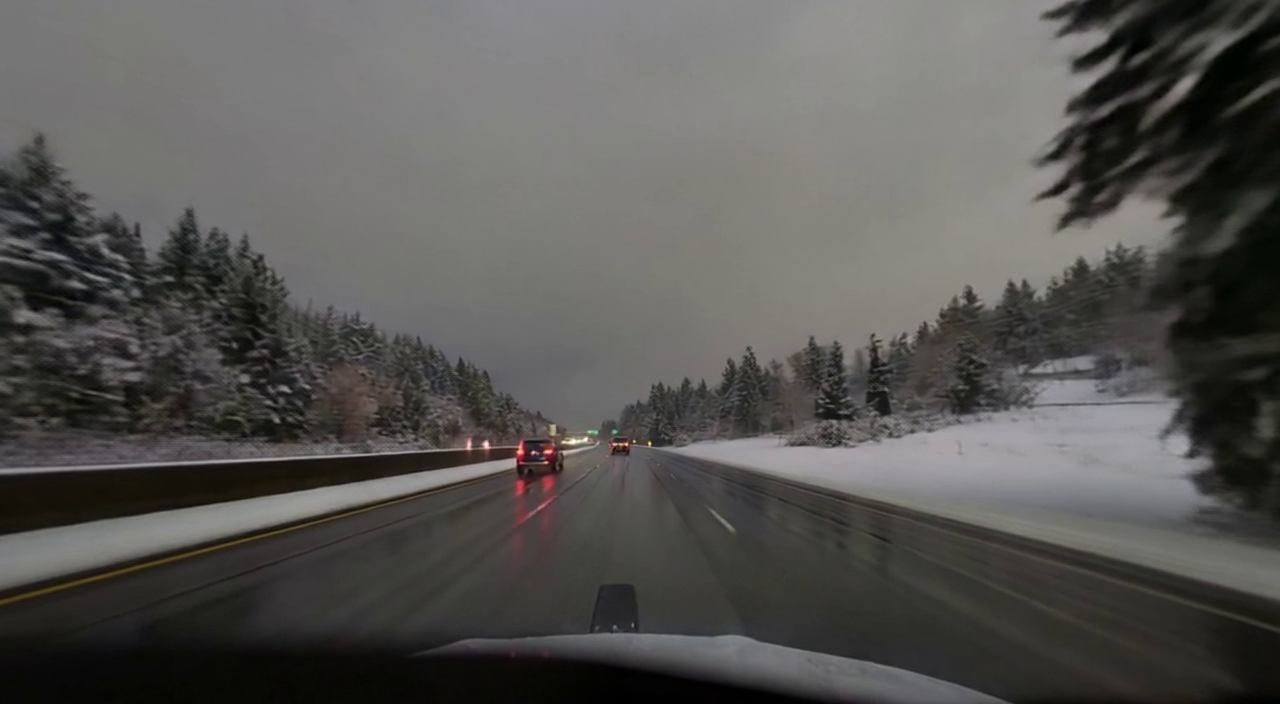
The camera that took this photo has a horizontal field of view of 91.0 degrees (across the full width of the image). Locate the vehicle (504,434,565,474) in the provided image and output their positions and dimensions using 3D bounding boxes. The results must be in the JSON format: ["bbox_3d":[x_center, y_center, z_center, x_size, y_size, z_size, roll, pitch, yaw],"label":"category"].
[{"bbox_3d":[-4.772,4.676,29.117,2.111,1.645,4.382,0,-8,-1],"label":"vehicle"}]

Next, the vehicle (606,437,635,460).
[{"bbox_3d":[-1.541,7.556,49.445,2.159,1.670,4.395,0,-8,-1],"label":"vehicle"}]
